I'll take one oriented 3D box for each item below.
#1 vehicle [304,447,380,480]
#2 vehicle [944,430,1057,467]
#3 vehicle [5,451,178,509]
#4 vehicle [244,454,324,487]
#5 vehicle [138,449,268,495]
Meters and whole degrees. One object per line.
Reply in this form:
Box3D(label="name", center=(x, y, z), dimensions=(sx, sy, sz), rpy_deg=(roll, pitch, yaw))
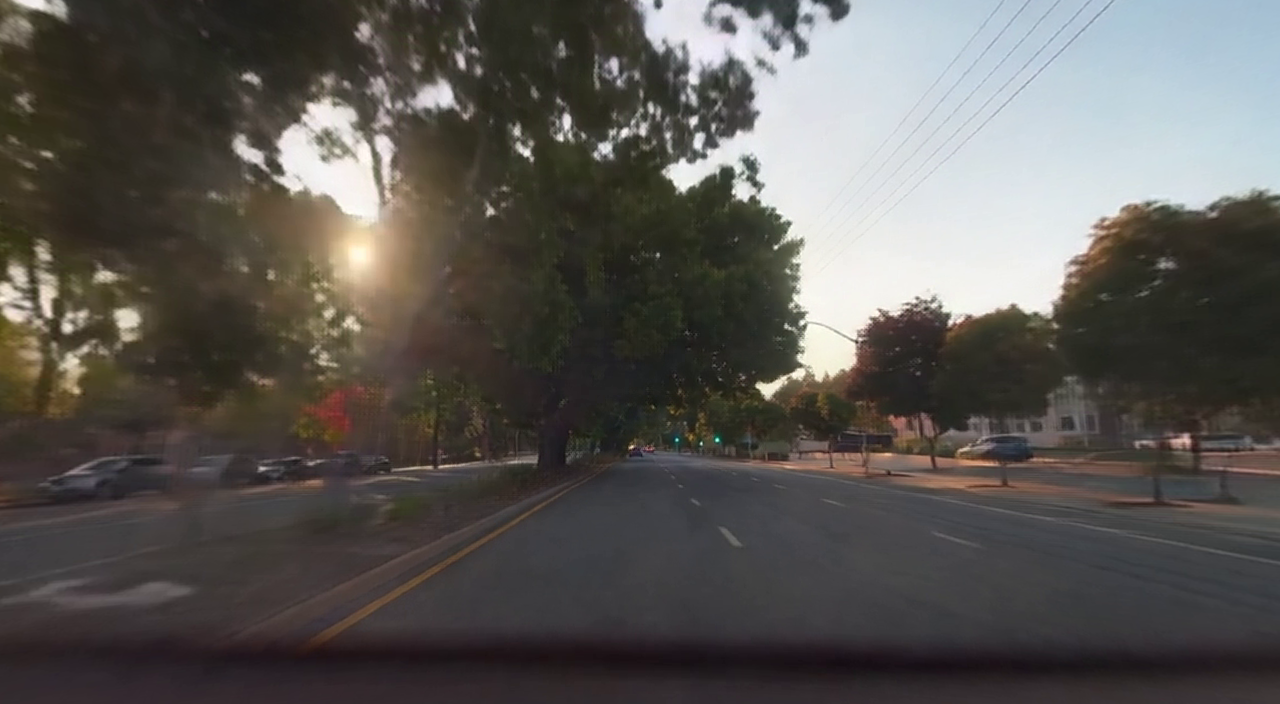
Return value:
Box3D(label="vehicle", center=(-17.919, 6.701, 38.202), dimensions=(1.941, 1.848, 5.279), rpy_deg=(0, -8, 1))
Box3D(label="vehicle", center=(22.129, 5.944, 38.874), dimensions=(5.532, 2.065, 2.166), rpy_deg=(-1, -8, 0))
Box3D(label="vehicle", center=(-18.088, 4.187, 21.135), dimensions=(1.952, 1.649, 4.414), rpy_deg=(0, -8, -3))
Box3D(label="vehicle", center=(-18.262, 6.051, 32.564), dimensions=(1.736, 1.489, 4.347), rpy_deg=(0, -8, -2))
Box3D(label="vehicle", center=(-18.252, 4.982, 26.694), dimensions=(2.115, 1.716, 4.900), rpy_deg=(0, -8, -2))
